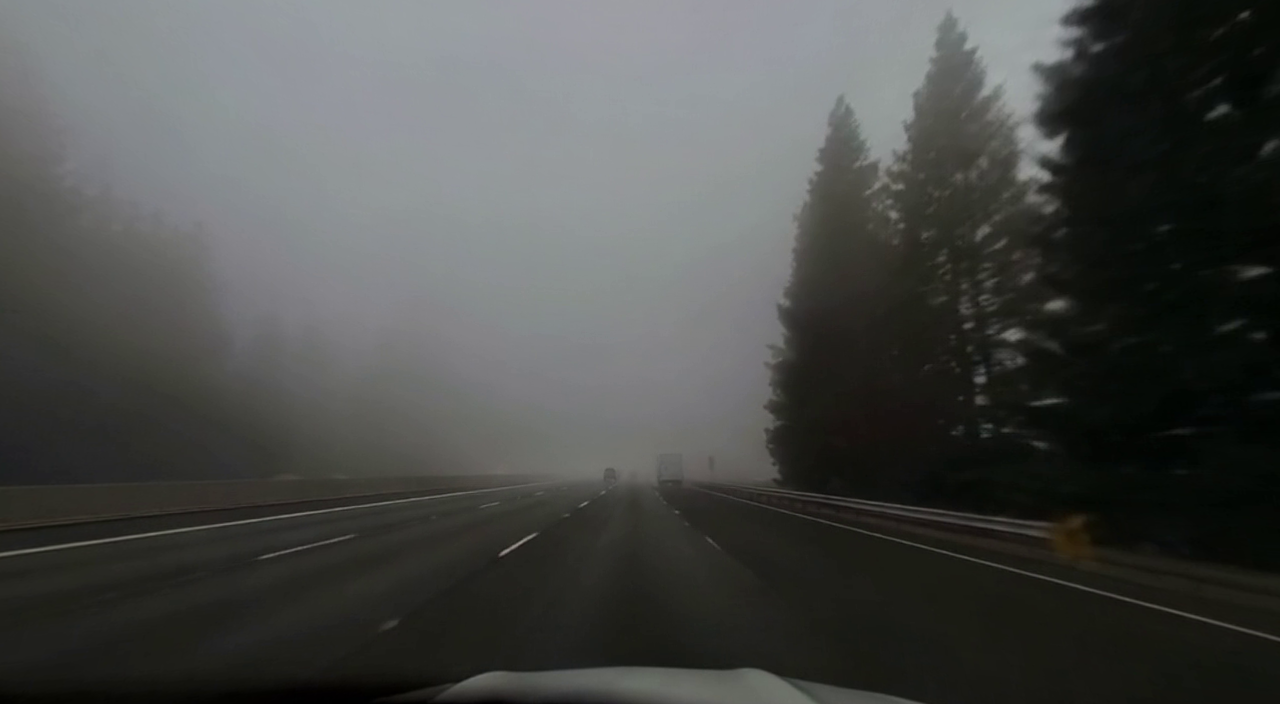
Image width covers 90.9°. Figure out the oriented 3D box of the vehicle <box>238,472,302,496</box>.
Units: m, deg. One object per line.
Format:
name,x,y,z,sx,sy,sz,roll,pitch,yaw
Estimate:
vehicle,-22.530,8.032,38.491,1.612,1.398,3.712,1,-11,-1
